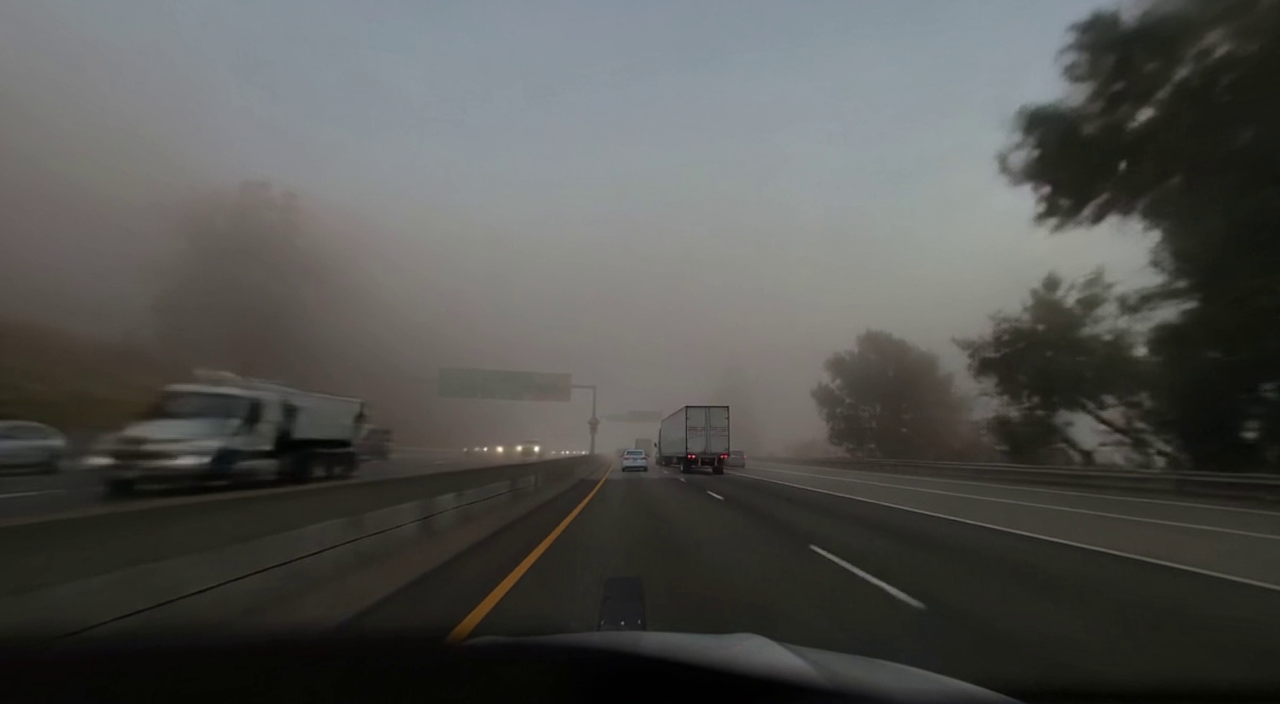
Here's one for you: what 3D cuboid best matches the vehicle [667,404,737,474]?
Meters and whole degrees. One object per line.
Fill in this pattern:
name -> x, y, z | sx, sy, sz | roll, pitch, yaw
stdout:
vehicle -> 3.830, 5.967, 42.504 | 2.931, 4.009, 12.800 | 0, -9, -2

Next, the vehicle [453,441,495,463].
vehicle -> -12.162, 7.357, 46.482 | 1.867, 1.499, 4.538 | 0, -9, -1

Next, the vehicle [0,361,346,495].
vehicle -> -7.339, 1.381, 10.757 | 2.099, 1.725, 5.303 | 0, -9, 0

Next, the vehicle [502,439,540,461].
vehicle -> -8.194, 6.837, 43.867 | 1.877, 1.481, 4.062 | 0, -9, 0

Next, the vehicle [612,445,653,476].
vehicle -> -0.427, 5.949, 34.685 | 2.111, 1.599, 3.859 | 0, -9, -2
